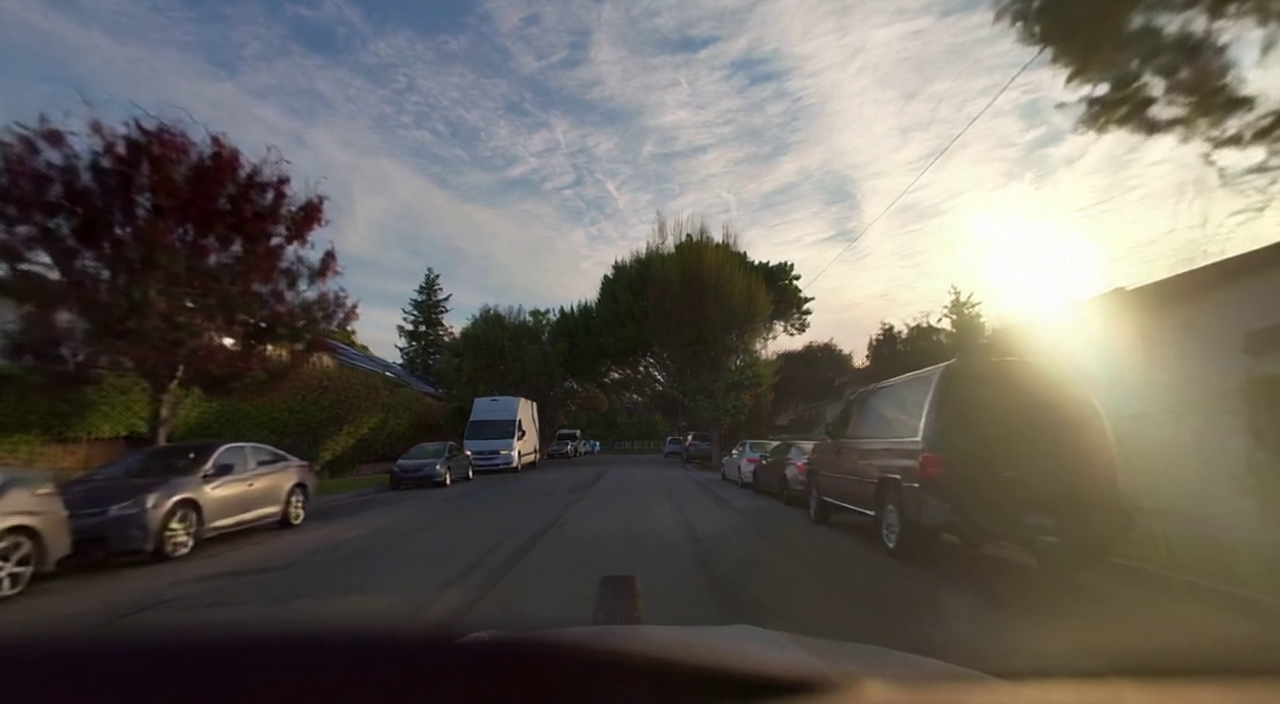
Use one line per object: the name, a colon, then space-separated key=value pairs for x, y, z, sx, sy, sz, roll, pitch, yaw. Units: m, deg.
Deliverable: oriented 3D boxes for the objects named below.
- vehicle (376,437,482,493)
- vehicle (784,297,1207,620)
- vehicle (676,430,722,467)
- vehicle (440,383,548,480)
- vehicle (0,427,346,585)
vehicle: x=-6.259 y=3.357 z=19.216 sx=1.921 sy=1.470 sz=4.068 roll=0 pitch=-8 yaw=-1
vehicle: x=3.371 y=1.106 z=7.408 sx=2.215 sy=2.542 sz=4.550 roll=-2 pitch=-7 yaw=0
vehicle: x=3.146 y=5.218 z=34.413 sx=1.965 sy=1.855 sz=4.677 roll=0 pitch=-8 yaw=-1
vehicle: x=-6.105 y=3.522 z=27.883 sx=2.896 sy=3.648 sz=8.004 roll=0 pitch=-8 yaw=0
vehicle: x=-6.053 y=1.924 z=8.747 sx=1.818 sy=1.563 sz=4.483 roll=-1 pitch=-9 yaw=0
